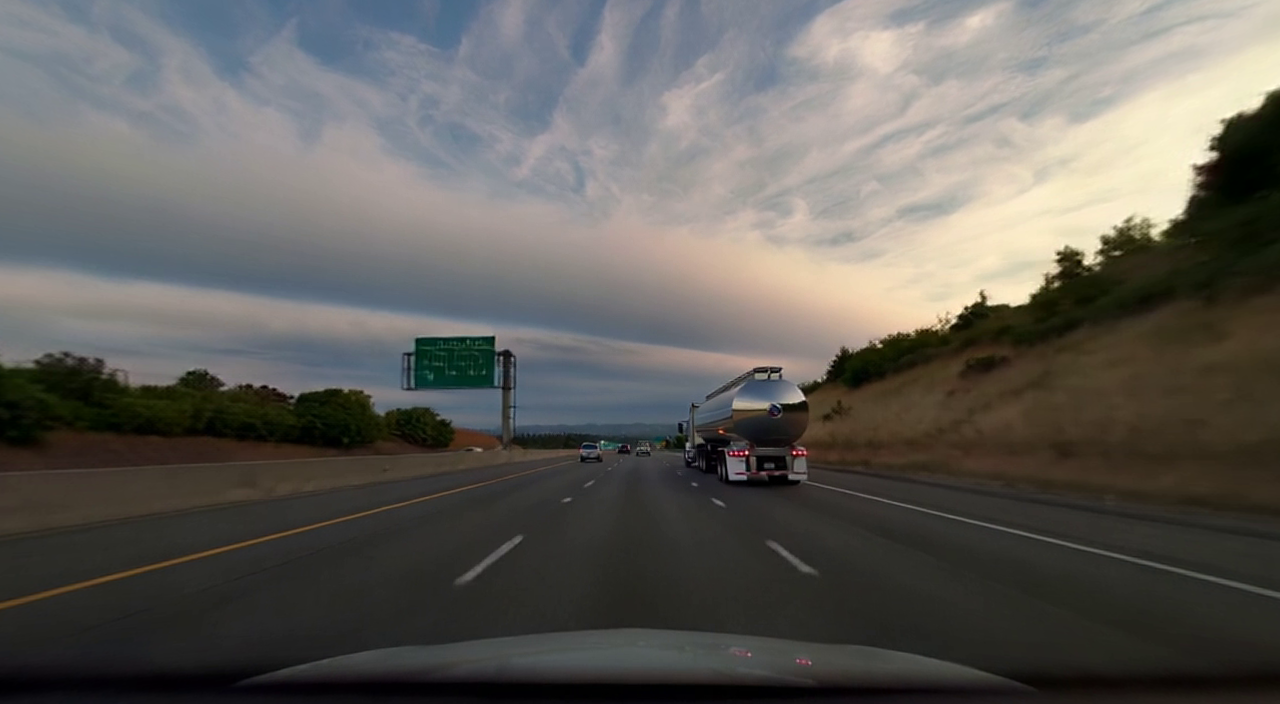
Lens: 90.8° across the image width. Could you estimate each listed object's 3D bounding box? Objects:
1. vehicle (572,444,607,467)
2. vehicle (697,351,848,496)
[{"bbox_3d":[-3.402,6.996,42.978,1.986,1.458,4.506,0,-9,0],"label":"vehicle"},{"bbox_3d":[3.852,2.556,21.167,2.759,3.734,9.708,0,-9,-1],"label":"vehicle"}]
